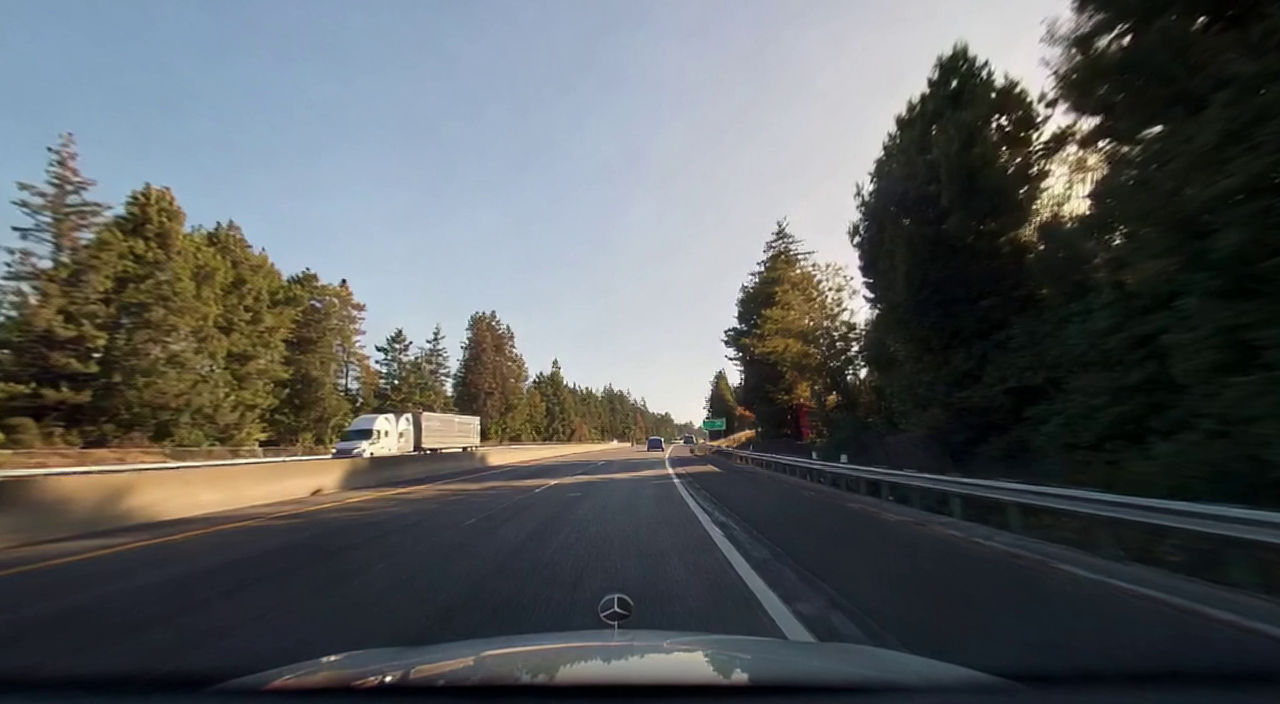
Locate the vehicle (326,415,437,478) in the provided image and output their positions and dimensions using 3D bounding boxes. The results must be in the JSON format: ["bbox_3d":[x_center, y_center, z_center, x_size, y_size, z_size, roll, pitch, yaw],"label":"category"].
[{"bbox_3d":[-13.002,4.814,32.344,2.658,2.881,6.434,-1,-8,3],"label":"vehicle"}]
